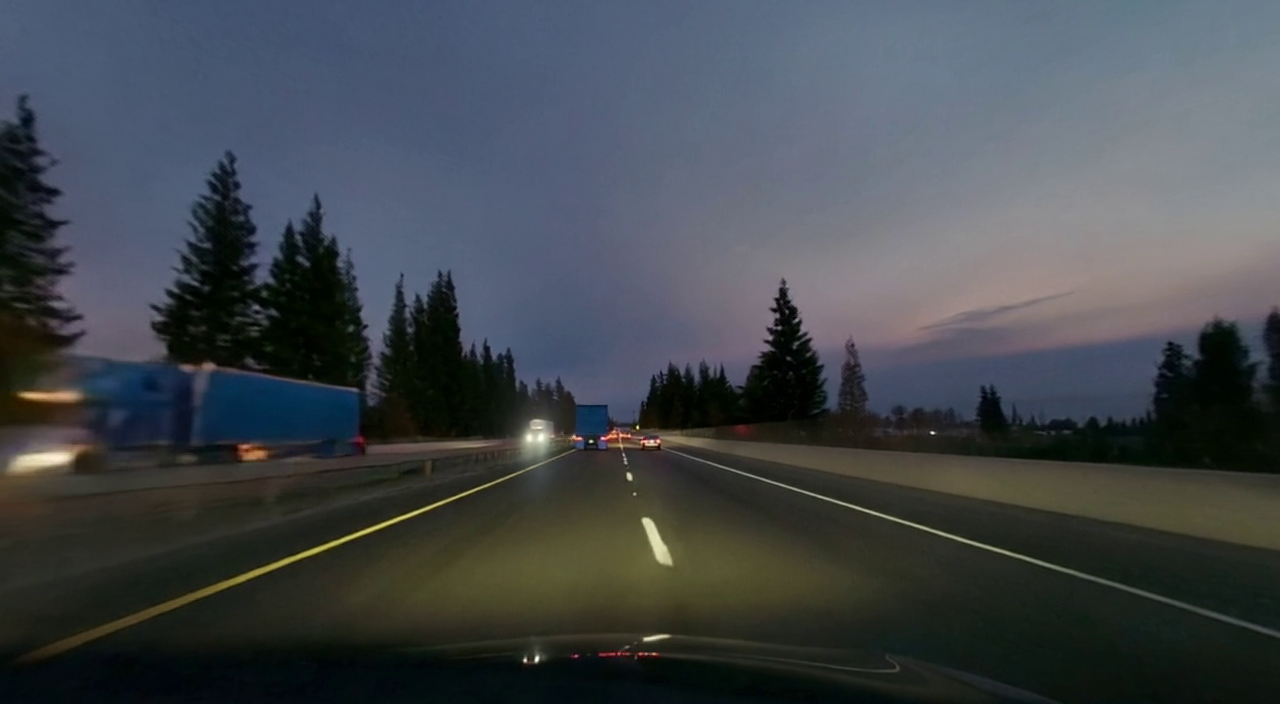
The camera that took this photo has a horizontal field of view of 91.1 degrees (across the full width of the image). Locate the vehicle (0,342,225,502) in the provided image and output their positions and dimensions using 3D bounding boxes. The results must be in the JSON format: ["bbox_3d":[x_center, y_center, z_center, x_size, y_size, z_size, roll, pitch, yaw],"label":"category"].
[{"bbox_3d":[-15.479,2.063,18.166,2.952,3.869,5.852,0,-8,-3],"label":"vehicle"}]

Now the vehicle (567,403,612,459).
[{"bbox_3d":[-2.985,4.912,38.801,2.450,3.098,6.965,0,-8,-2],"label":"vehicle"}]
